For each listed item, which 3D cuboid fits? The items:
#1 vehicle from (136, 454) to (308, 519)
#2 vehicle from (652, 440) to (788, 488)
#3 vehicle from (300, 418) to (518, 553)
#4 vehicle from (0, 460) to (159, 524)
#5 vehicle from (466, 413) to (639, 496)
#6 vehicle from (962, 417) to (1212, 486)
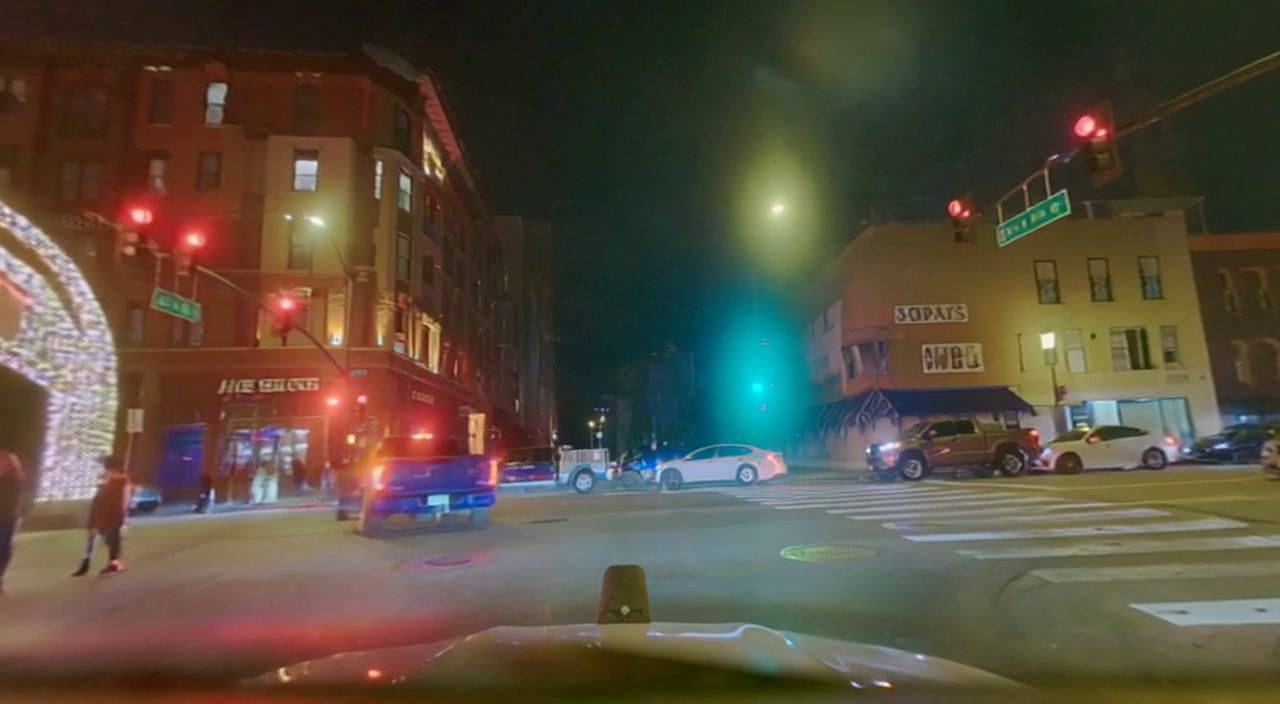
[{"bbox_3d":[-14.935,4.811,22.756,4.799,1.909,2.011,-3,-7,-1],"label":"vehicle"},{"bbox_3d":[2.717,3.951,22.313,4.515,1.583,1.920,0,-9,0],"label":"vehicle"},{"bbox_3d":[-4.808,2.464,12.493,2.477,2.020,5.534,6,-11,-36],"label":"vehicle"},{"bbox_3d":[-20.269,4.935,22.473,4.398,2.057,1.959,0,-9,-4],"label":"vehicle"},{"bbox_3d":[-3.138,3.874,23.952,6.182,2.913,2.526,0,-9,-1],"label":"vehicle"},{"bbox_3d":[10.478,2.352,15.022,4.600,1.506,1.878,0,-9,-4],"label":"vehicle"}]
